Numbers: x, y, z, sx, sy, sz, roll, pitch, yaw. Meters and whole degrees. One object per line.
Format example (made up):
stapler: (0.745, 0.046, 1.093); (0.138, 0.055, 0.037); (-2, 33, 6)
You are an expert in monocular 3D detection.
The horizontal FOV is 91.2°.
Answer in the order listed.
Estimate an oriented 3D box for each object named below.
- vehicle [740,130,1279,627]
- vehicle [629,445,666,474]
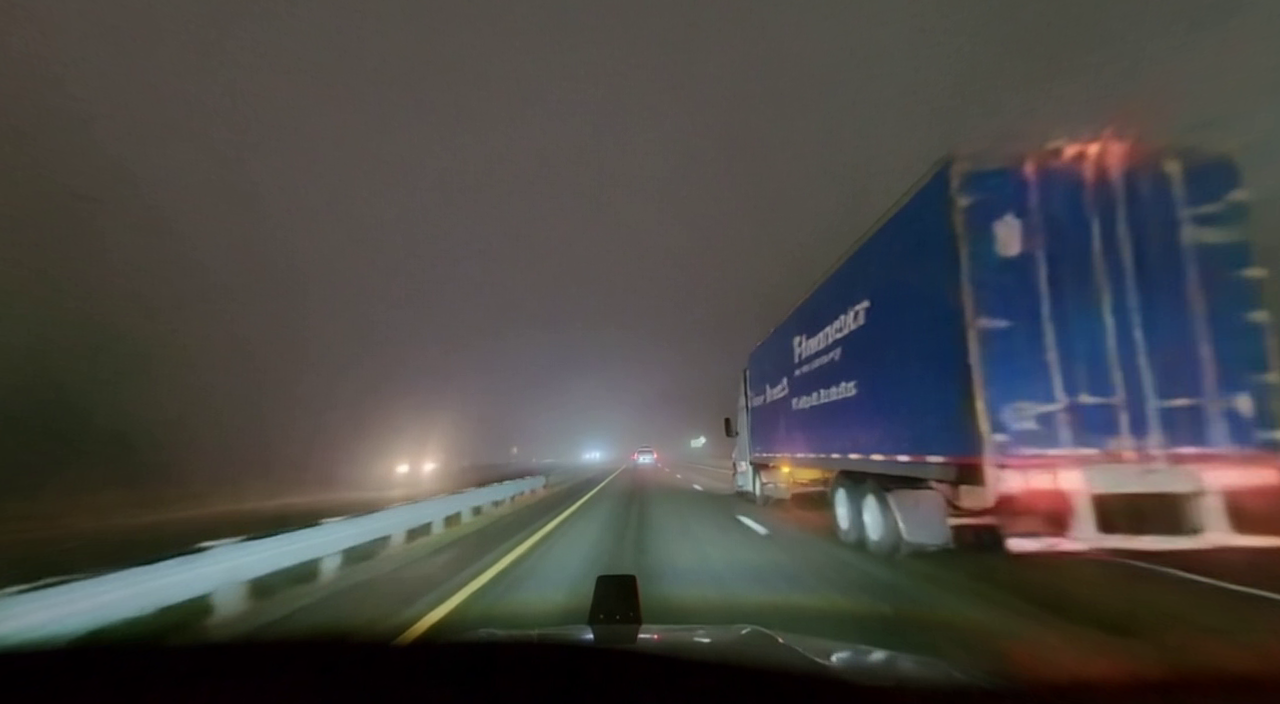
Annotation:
vehicle: (4.827, 1.248, 12.707); (3.167, 4.180, 14.924); (2, -9, 0)
vehicle: (0.422, 6.643, 38.841); (2.160, 1.691, 4.243); (0, -9, 0)
